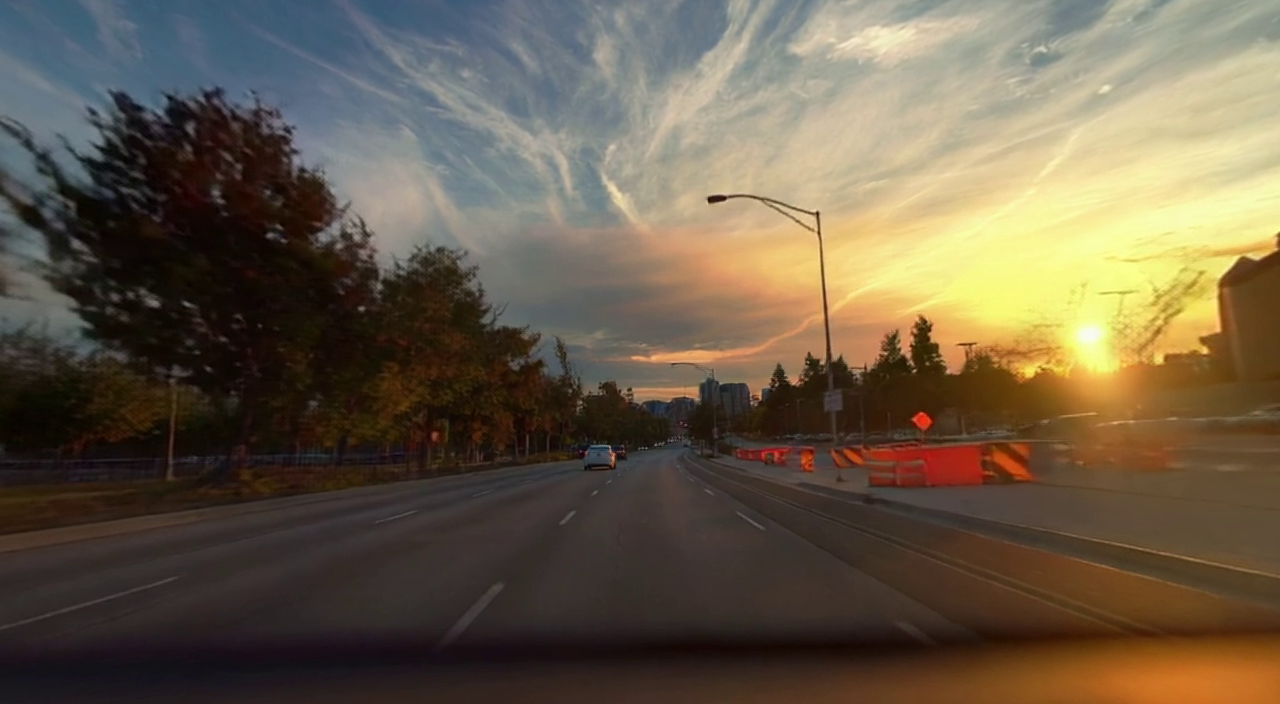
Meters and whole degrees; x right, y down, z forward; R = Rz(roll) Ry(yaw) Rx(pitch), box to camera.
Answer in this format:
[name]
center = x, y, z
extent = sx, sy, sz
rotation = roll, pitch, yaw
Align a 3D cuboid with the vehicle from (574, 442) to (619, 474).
[vehicle]
center = -2.369, 5.878, 35.257
extent = 2.121, 1.654, 3.993
rotation = 0, -8, 2
